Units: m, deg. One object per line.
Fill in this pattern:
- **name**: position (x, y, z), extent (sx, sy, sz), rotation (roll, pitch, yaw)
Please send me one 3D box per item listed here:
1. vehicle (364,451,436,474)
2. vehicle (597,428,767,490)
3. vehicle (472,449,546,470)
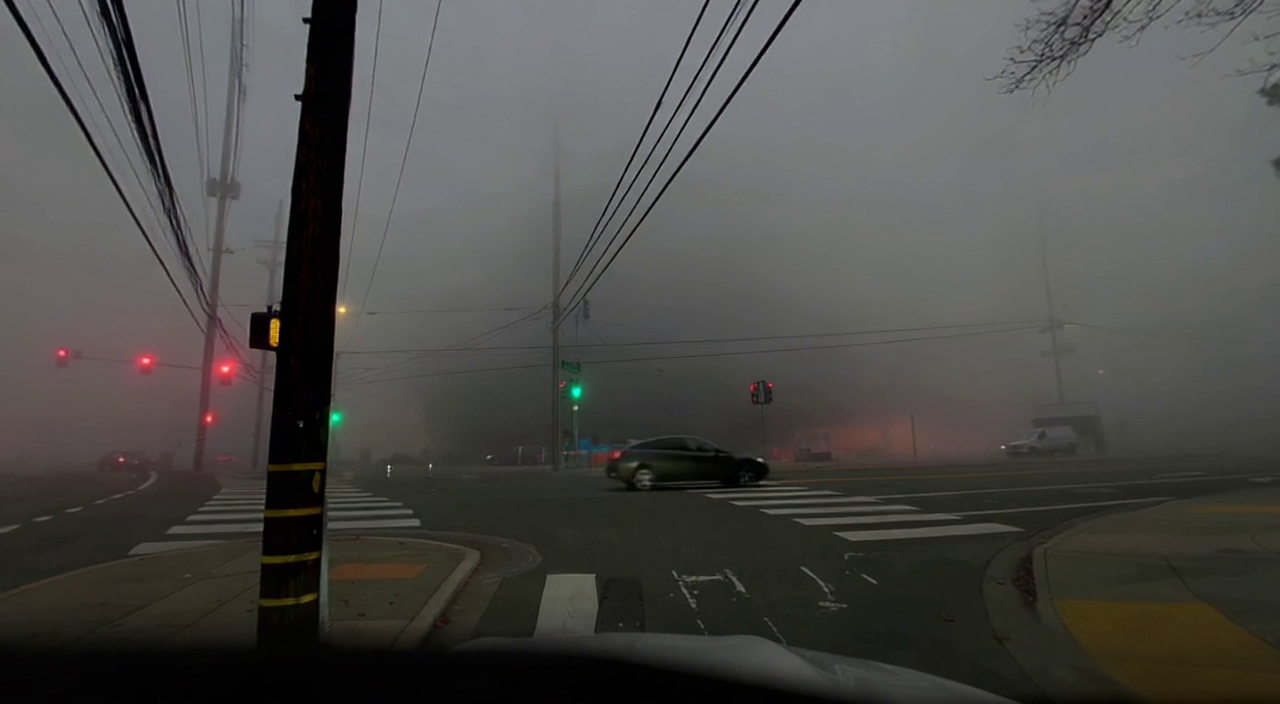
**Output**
- **vehicle**: position (-17.161, 7.858, 45.147), extent (4.623, 1.471, 1.805), rotation (4, -9, -25)
- **vehicle**: position (1.118, 3.068, 18.274), extent (4.530, 1.648, 2.075), rotation (1, -9, -8)
- **vehicle**: position (-9.379, 7.719, 45.354), extent (4.837, 1.407, 1.818), rotation (4, -9, -26)
